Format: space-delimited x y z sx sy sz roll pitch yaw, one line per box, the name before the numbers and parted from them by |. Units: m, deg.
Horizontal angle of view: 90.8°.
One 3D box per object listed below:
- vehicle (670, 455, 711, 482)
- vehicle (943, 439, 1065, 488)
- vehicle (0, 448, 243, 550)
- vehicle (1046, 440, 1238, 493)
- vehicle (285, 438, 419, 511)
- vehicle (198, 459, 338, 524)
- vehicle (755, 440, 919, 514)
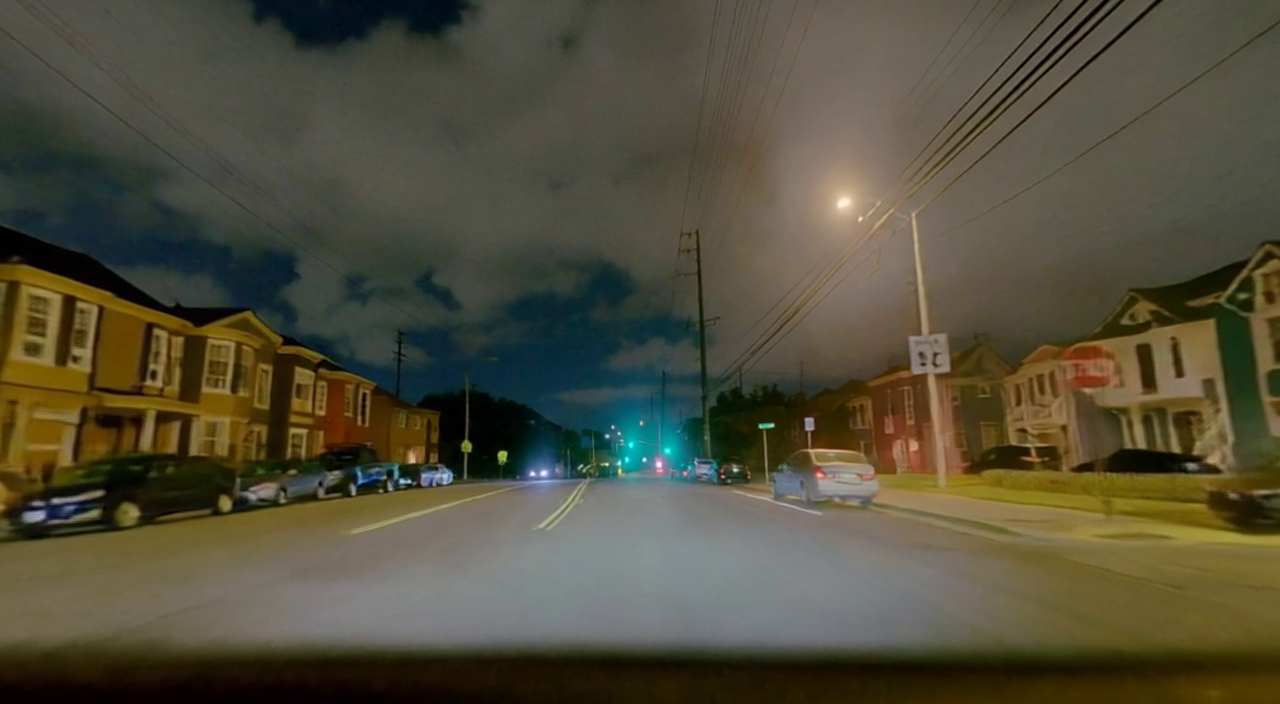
vehicle | 3.193 7.486 40.756 1.917 1.434 4.733 -3 -8 -4
vehicle | 13.073 4.027 22.944 3.545 1.448 2.041 -5 -4 24
vehicle | -10.464 2.846 13.068 1.900 1.683 4.486 1 -8 -6
vehicle | 14.812 3.381 18.961 4.153 1.407 1.707 -4 -9 27
vehicle | -11.029 4.682 24.912 2.687 2.491 5.936 0 -8 -3
vehicle | -10.845 4.036 18.855 1.826 1.455 4.475 -3 -8 -5
vehicle | 4.508 2.918 15.419 2.059 1.502 4.824 1 -8 -5
